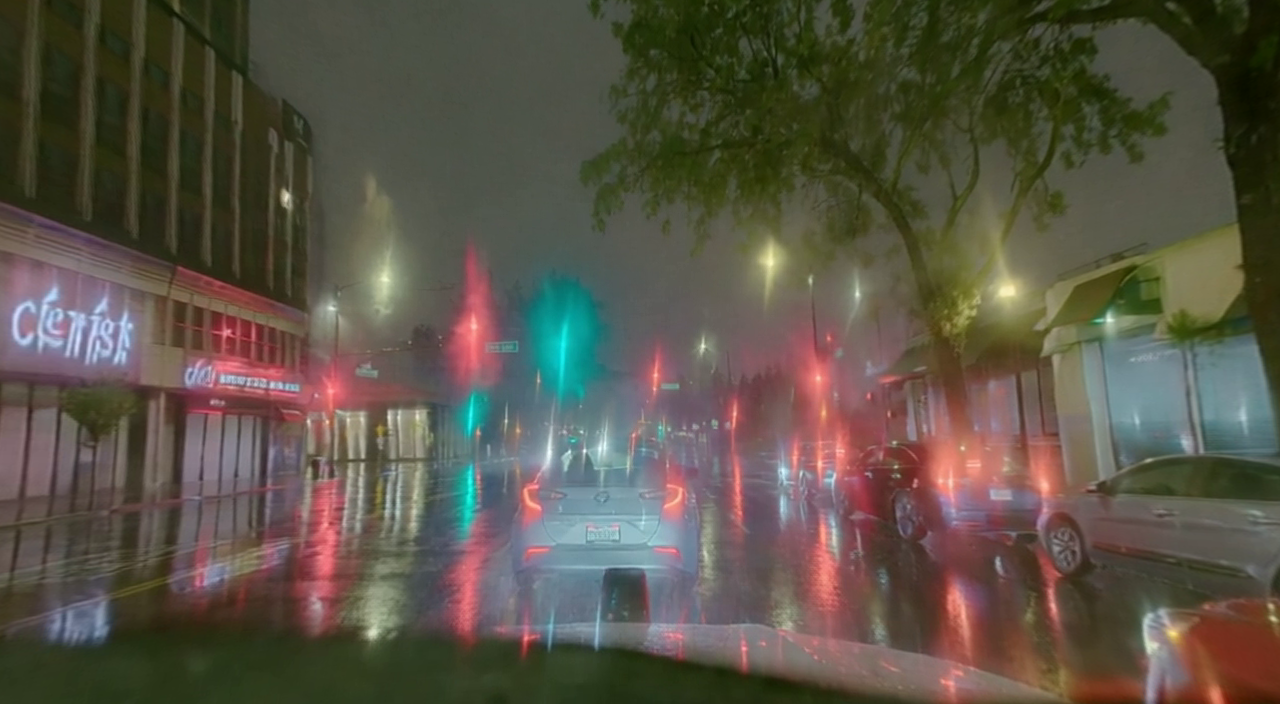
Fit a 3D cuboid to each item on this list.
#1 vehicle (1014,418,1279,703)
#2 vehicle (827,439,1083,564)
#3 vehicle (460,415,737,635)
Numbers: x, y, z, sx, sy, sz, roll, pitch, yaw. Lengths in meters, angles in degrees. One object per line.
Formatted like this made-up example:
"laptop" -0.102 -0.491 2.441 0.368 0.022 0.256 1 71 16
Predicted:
"vehicle" 3.176 0.824 1.150 2.006 1.496 4.767 0 -8 -1
"vehicle" 4.527 2.157 10.045 1.912 1.505 4.618 -1 -8 3
"vehicle" -0.284 1.456 6.237 1.888 1.489 3.703 0 -8 0
